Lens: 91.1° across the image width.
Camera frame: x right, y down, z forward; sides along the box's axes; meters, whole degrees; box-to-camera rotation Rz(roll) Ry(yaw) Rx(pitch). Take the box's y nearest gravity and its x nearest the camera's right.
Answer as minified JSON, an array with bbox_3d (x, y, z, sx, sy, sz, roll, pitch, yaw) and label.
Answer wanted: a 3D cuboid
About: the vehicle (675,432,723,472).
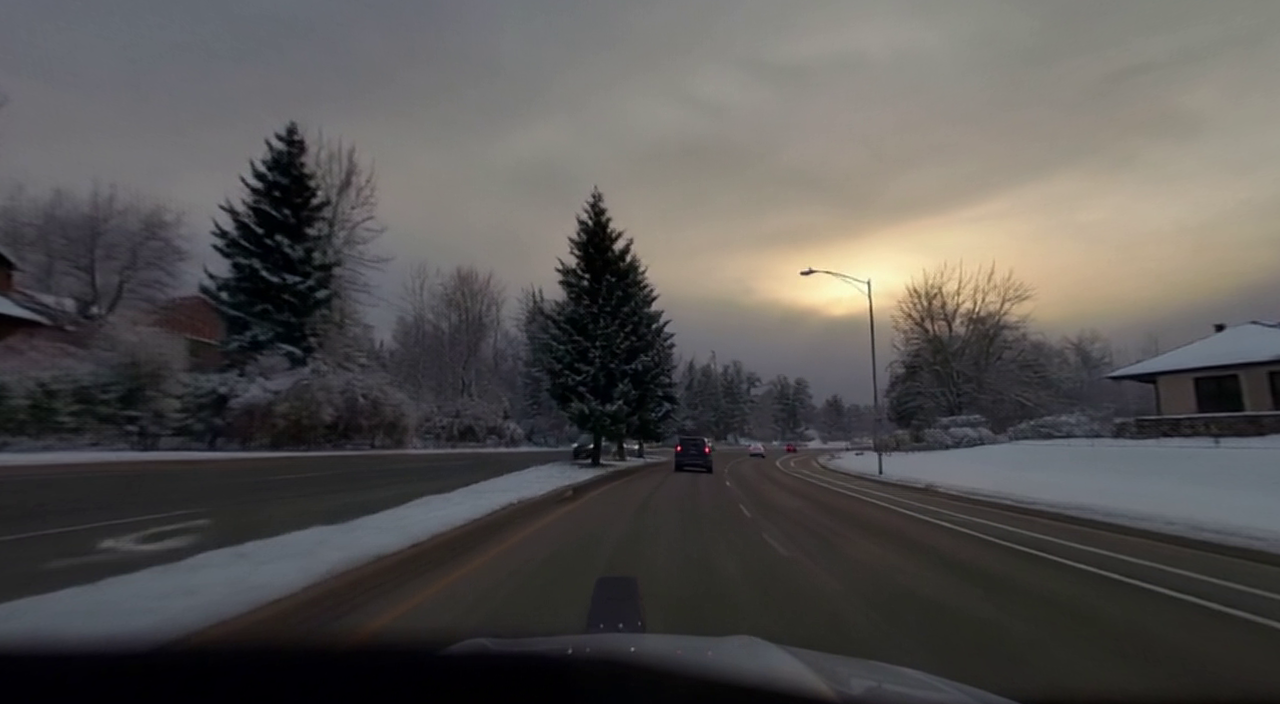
[{"bbox_3d":[3.215,5.311,33.517,2.072,2.002,4.391,-2,-9,11],"label":"vehicle"}]

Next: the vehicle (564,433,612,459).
[{"bbox_3d":[-3.905,7.196,47.947,2.331,1.838,4.865,-2,-9,12],"label":"vehicle"}]
